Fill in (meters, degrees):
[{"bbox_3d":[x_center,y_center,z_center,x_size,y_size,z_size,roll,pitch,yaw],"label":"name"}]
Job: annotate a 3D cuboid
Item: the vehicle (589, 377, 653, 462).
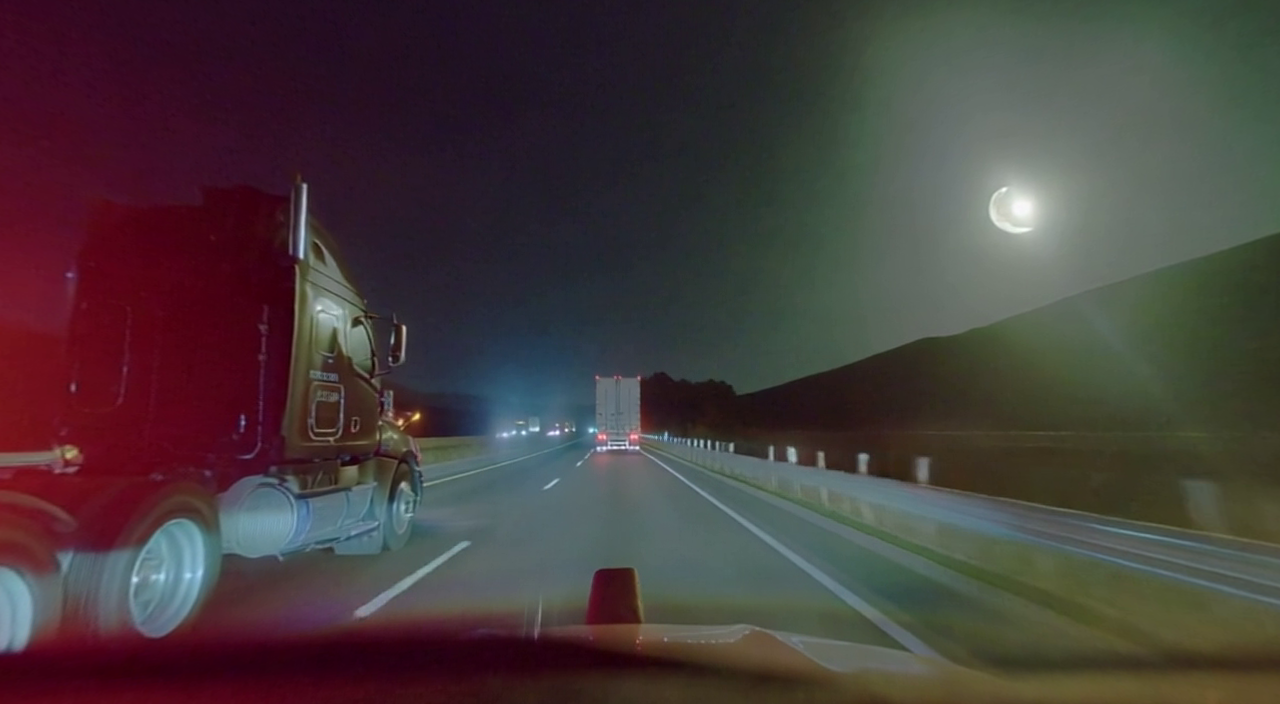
[{"bbox_3d":[-1.106,3.859,34.840,3.023,3.965,10.402,0,-8,-2],"label":"vehicle"}]
